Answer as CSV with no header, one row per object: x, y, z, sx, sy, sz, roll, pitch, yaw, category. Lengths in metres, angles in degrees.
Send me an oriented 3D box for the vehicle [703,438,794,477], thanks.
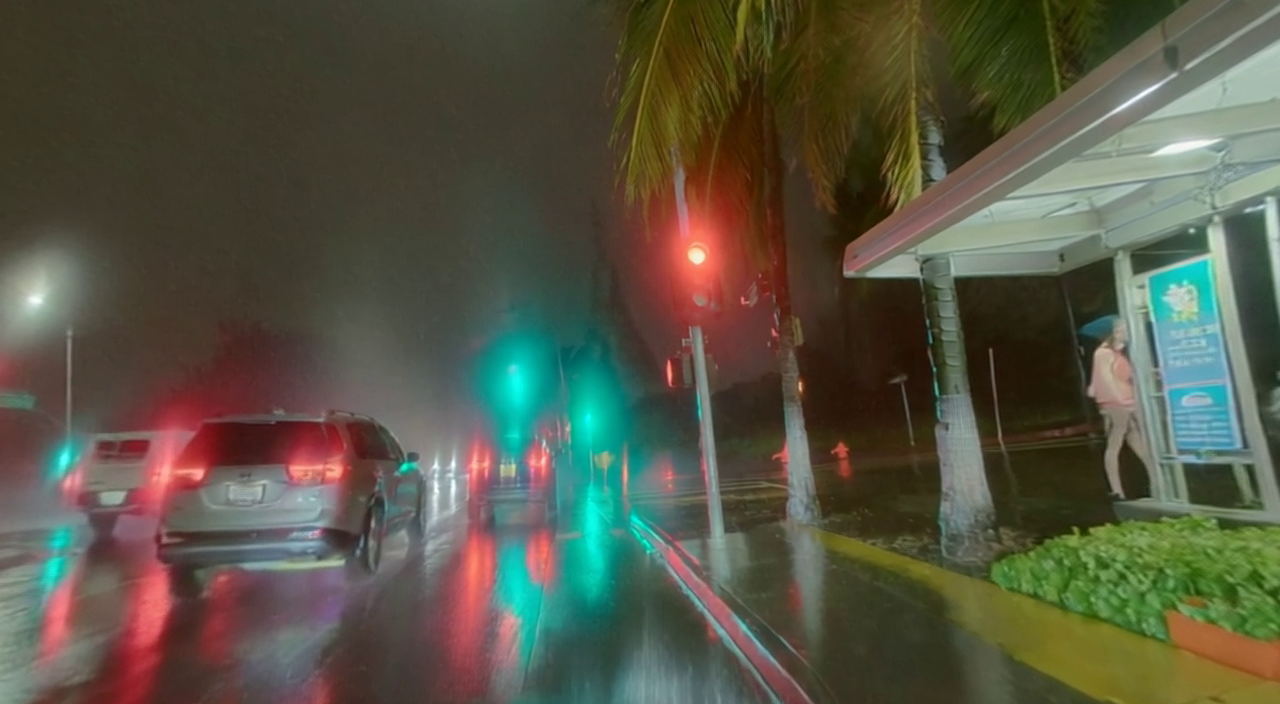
5.333,5.201,31.206,3.987,1.636,1.903,4,-6,-13,vehicle

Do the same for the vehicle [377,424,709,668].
-0.894,1.522,6.177,2.065,1.467,4.289,1,-9,-9,vehicle

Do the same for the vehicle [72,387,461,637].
-3.472,1.547,7.184,2.098,1.851,4.571,1,-9,-8,vehicle
